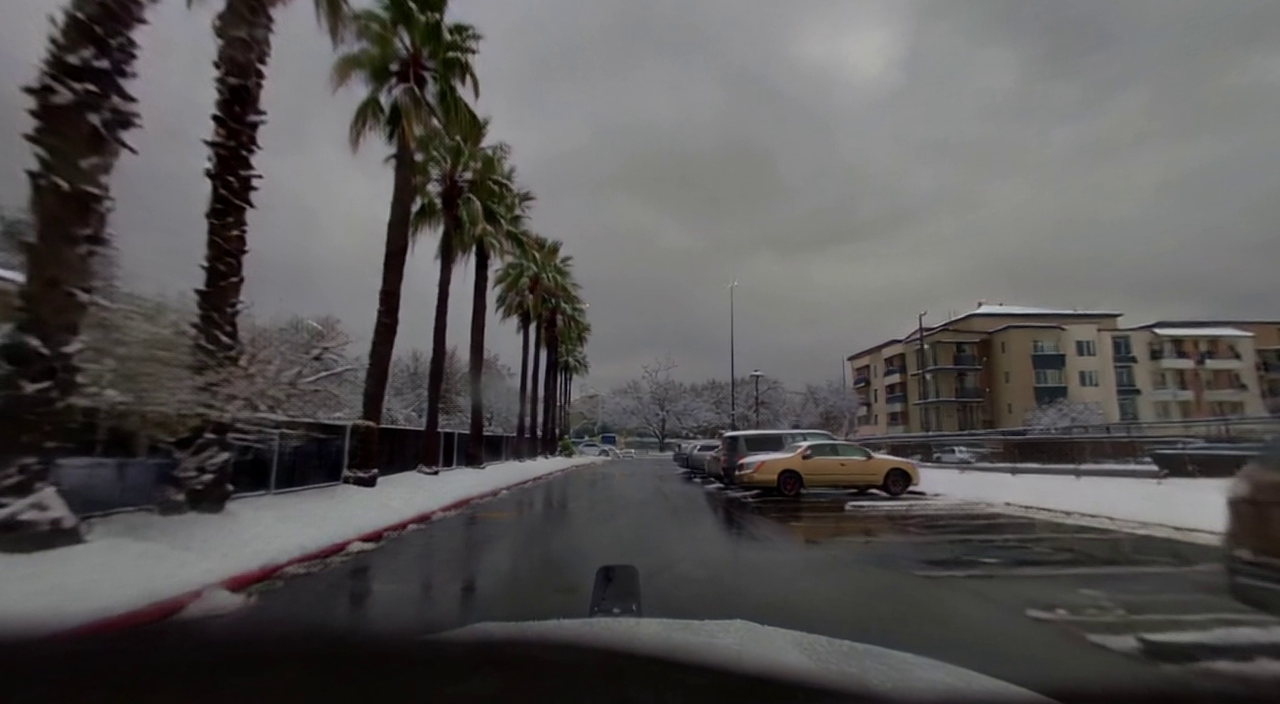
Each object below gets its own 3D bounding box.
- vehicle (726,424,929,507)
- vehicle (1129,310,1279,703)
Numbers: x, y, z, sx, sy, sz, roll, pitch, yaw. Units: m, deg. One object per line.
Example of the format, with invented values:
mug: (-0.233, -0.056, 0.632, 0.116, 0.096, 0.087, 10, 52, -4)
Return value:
vehicle: (4.660, 2.892, 16.205, 4.609, 1.734, 1.909, 3, -9, 0)
vehicle: (5.351, 0.803, 2.745, 4.691, 1.877, 1.959, 2, -9, 4)
